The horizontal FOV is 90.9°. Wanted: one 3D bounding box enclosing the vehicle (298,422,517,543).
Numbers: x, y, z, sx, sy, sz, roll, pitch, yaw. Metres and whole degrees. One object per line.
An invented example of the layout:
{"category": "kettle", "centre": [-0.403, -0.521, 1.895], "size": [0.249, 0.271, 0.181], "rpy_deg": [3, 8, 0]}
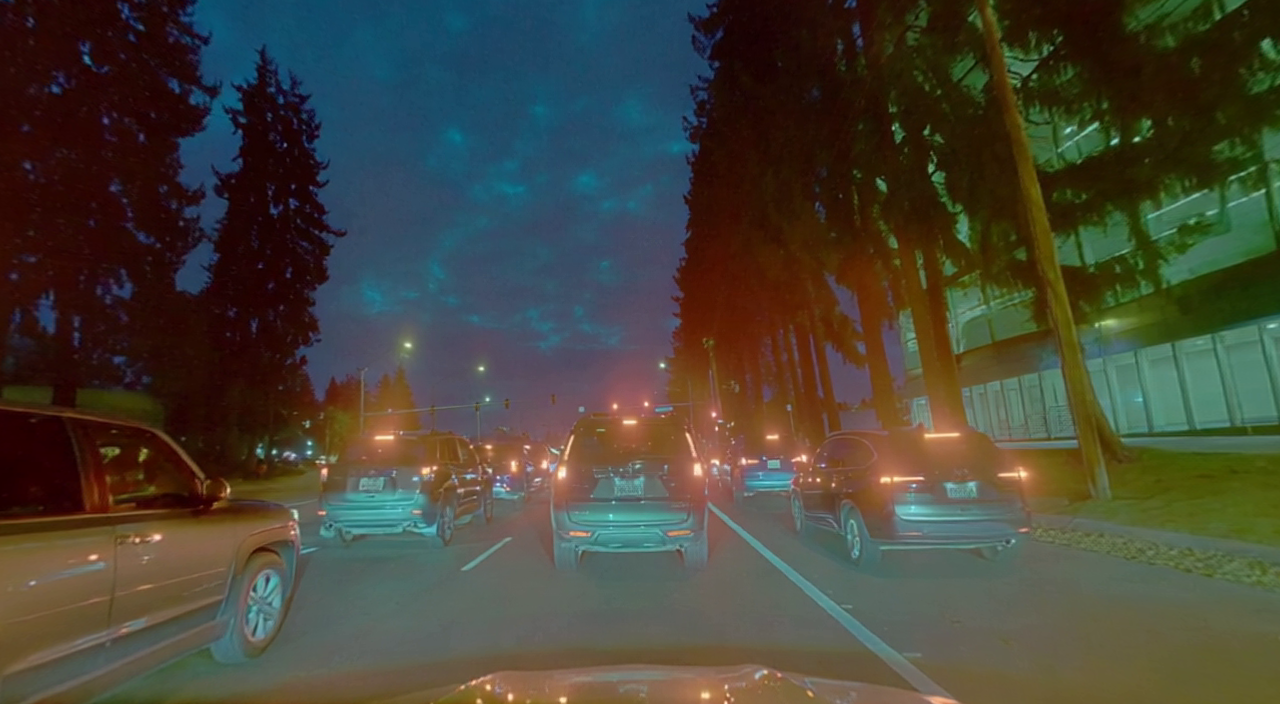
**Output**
{"category": "vehicle", "centre": [-3.641, 2.121, 10.911], "size": [2.042, 1.641, 4.314], "rpy_deg": [0, -8, 1]}

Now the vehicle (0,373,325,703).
{"category": "vehicle", "centre": [-3.776, 0.999, 3.309], "size": [1.929, 1.641, 4.193], "rpy_deg": [0, -8, 2]}

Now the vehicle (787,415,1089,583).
{"category": "vehicle", "centre": [3.271, 1.671, 7.883], "size": [1.922, 1.579, 3.642], "rpy_deg": [0, -8, -1]}

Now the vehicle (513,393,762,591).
{"category": "vehicle", "centre": [0.006, 1.540, 7.677], "size": [2.193, 1.744, 4.033], "rpy_deg": [0, -8, 1]}
